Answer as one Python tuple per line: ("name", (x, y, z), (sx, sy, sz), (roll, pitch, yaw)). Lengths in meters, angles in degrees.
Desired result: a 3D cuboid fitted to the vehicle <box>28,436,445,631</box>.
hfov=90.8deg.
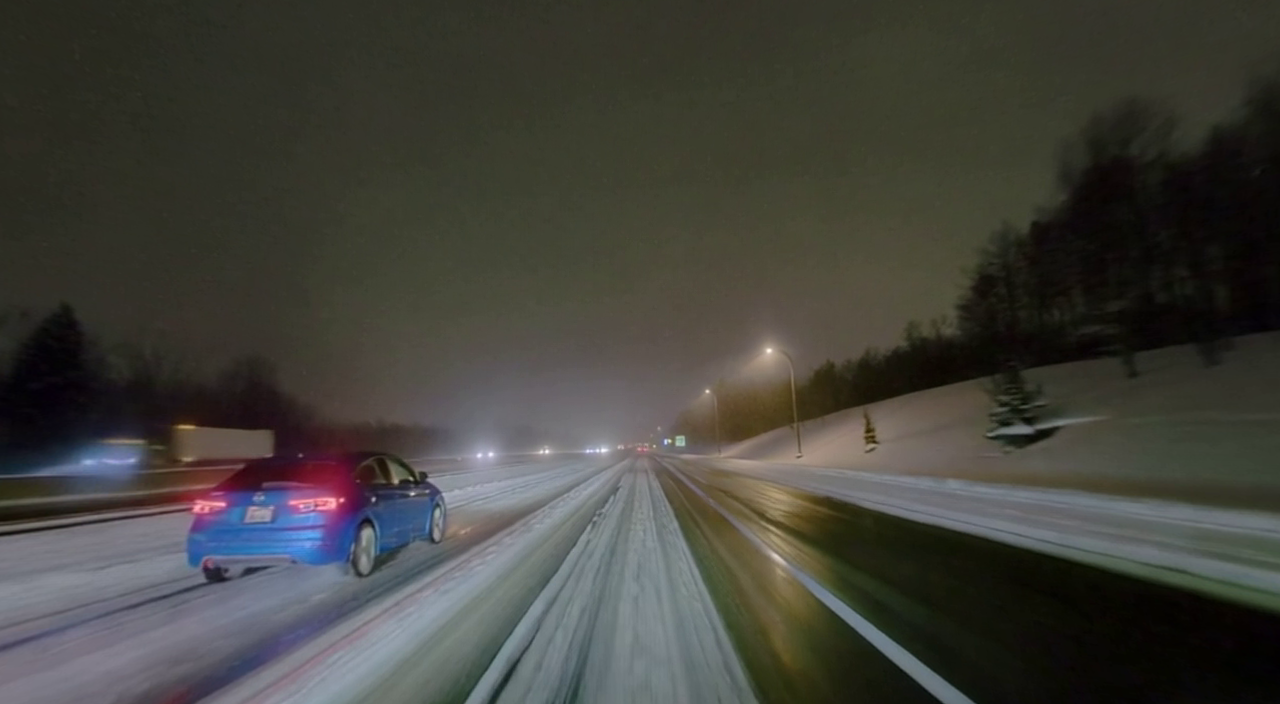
("vehicle", (-3.727, 1.691, 6.839), (1.935, 1.479, 3.787), (0, -8, 1))
